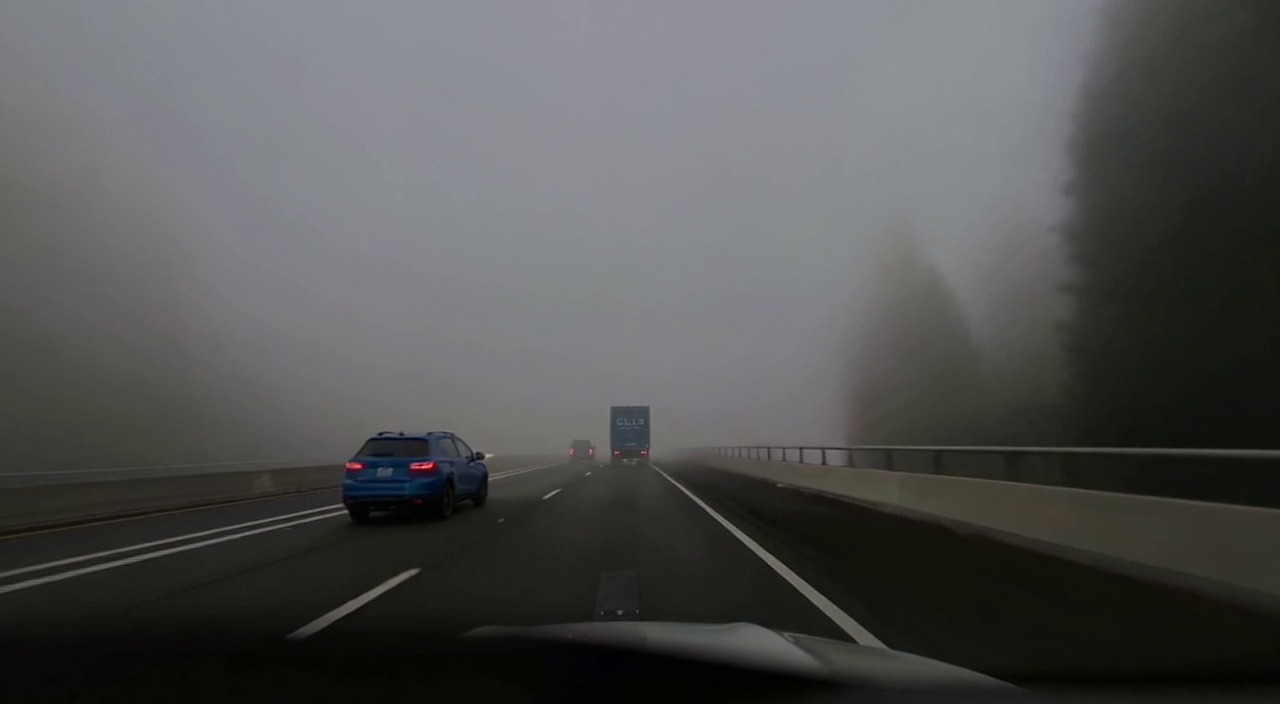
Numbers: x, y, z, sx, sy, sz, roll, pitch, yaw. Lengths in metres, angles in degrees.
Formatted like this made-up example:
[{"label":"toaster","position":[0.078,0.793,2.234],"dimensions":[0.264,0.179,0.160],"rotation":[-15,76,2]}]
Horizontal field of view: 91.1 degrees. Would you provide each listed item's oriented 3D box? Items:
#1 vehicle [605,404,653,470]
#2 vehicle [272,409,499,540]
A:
[{"label":"vehicle","position":[-0.725,5.915,43.296],"dimensions":[2.923,4.007,9.760],"rotation":[0,-9,-1]},{"label":"vehicle","position":[-4.386,2.229,12.023],"dimensions":[2.226,1.935,5.130],"rotation":[0,-9,-1]}]
